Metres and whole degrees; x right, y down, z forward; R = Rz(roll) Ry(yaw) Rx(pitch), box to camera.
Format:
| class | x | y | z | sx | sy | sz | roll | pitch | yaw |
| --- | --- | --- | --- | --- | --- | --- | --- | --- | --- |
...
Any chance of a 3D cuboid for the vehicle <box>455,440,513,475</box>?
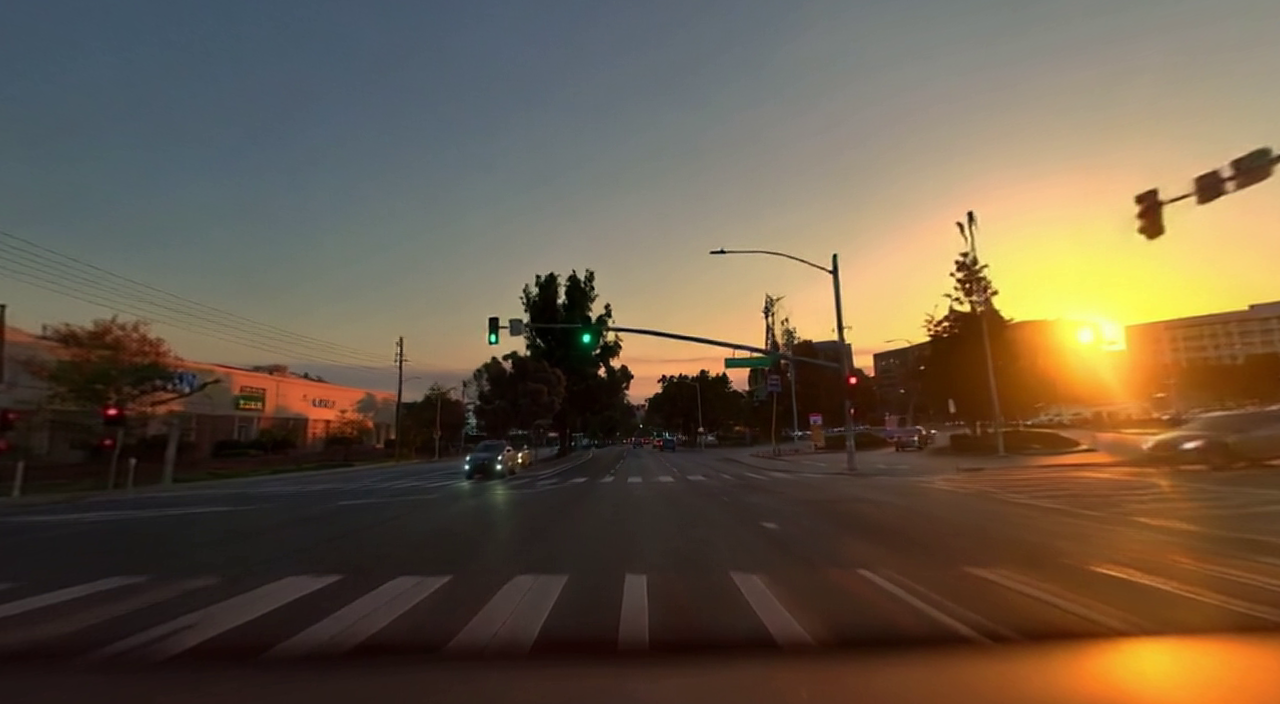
| class | x | y | z | sx | sy | sz | roll | pitch | yaw |
| --- | --- | --- | --- | --- | --- | --- | --- | --- | --- |
| vehicle | -8.517 | 5.757 | 34.957 | 1.946 | 1.710 | 5.044 | -1 | -8 | 0 |

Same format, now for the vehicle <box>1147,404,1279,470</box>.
| class | x | y | z | sx | sy | sz | roll | pitch | yaw |
| --- | --- | --- | --- | --- | --- | --- | --- | --- | --- |
| vehicle | 16.466 | 2.209 | 16.386 | 4.727 | 1.585 | 2.066 | -1 | -8 | 2 |

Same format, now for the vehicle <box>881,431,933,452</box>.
| class | x | y | z | sx | sy | sz | roll | pitch | yaw |
| --- | --- | --- | --- | --- | --- | --- | --- | --- | --- |
| vehicle | 20.228 | 6.800 | 47.725 | 2.094 | 1.488 | 4.433 | -8 | -12 | 43 |
